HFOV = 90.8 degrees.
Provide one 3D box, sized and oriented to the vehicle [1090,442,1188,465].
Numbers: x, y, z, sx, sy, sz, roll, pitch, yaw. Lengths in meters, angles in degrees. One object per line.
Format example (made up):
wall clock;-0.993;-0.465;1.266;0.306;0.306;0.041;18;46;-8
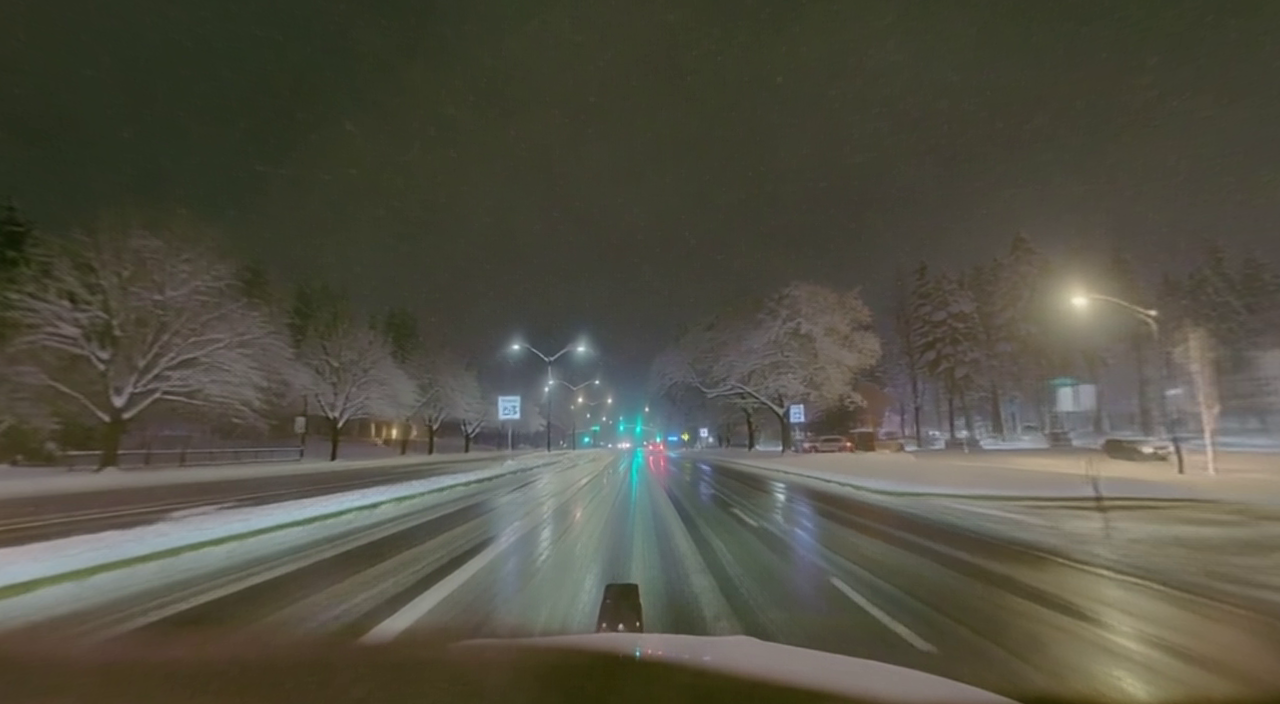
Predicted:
vehicle;33.880;6.877;43.022;1.918;1.430;4.904;8;-11;-42
